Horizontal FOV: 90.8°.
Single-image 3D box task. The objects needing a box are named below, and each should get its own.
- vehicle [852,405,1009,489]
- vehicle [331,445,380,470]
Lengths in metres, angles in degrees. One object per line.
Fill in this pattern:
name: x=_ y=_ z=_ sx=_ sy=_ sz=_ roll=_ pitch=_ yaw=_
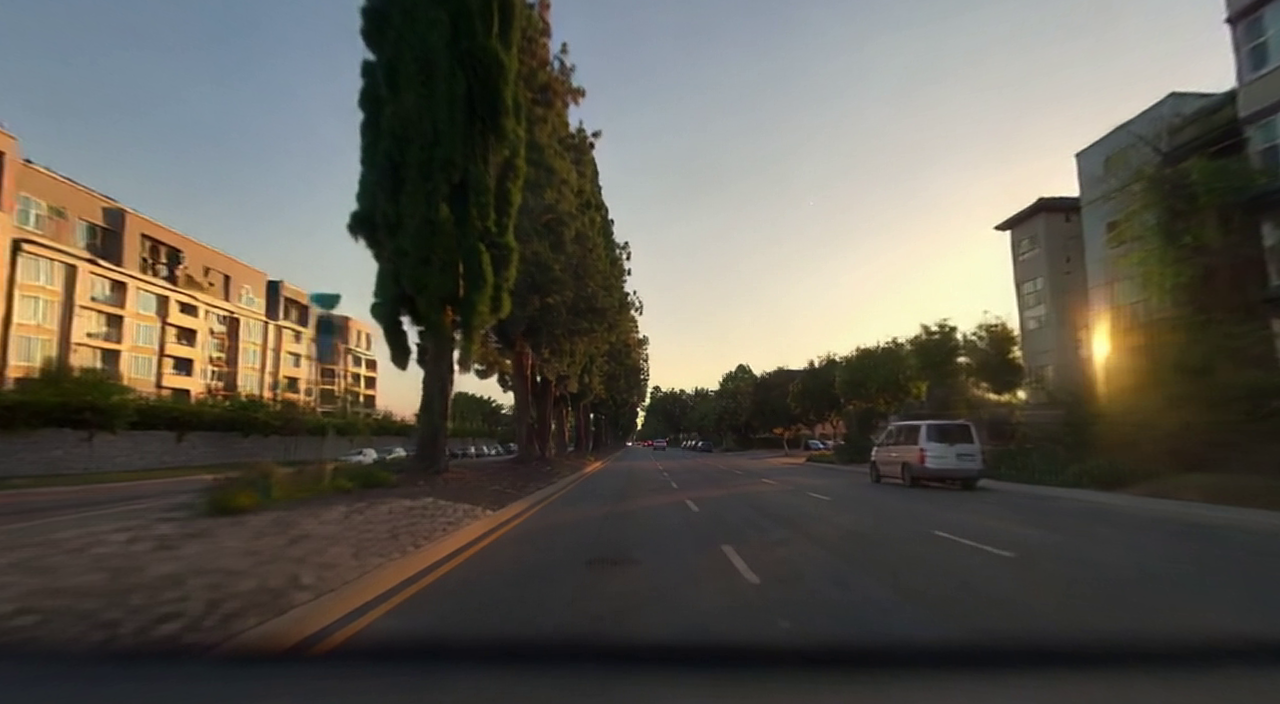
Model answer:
vehicle: x=9.872 y=3.340 z=22.251 sx=2.456 sy=2.534 sz=5.930 roll=0 pitch=-8 yaw=-2
vehicle: x=-22.168 y=8.245 z=49.408 sx=1.863 sy=1.845 sz=4.073 roll=0 pitch=-8 yaw=1
